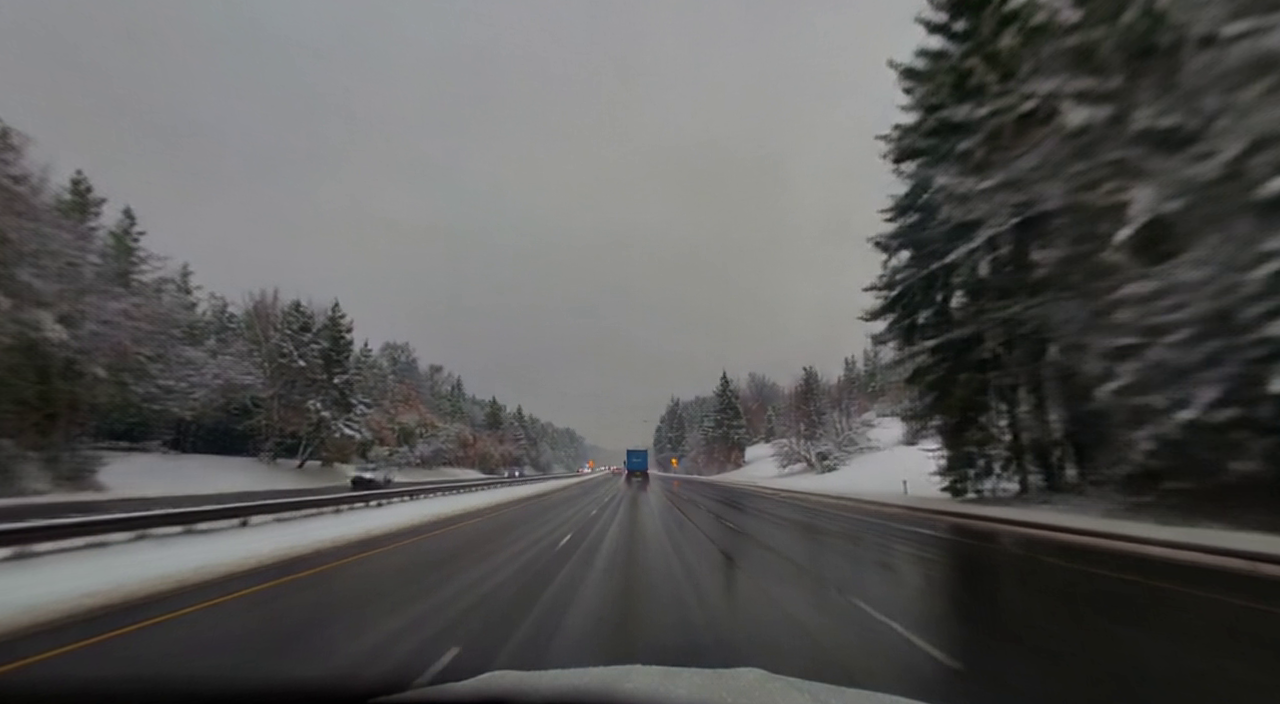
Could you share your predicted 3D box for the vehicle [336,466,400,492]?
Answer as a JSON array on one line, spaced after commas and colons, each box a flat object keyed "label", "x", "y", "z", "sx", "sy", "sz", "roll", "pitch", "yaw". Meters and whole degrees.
[{"label": "vehicle", "x": -17.092, "y": 8.000, "z": 39.808, "sx": 1.955, "sy": 1.496, "sz": 4.555, "roll": 1, "pitch": -10, "yaw": 0}]
